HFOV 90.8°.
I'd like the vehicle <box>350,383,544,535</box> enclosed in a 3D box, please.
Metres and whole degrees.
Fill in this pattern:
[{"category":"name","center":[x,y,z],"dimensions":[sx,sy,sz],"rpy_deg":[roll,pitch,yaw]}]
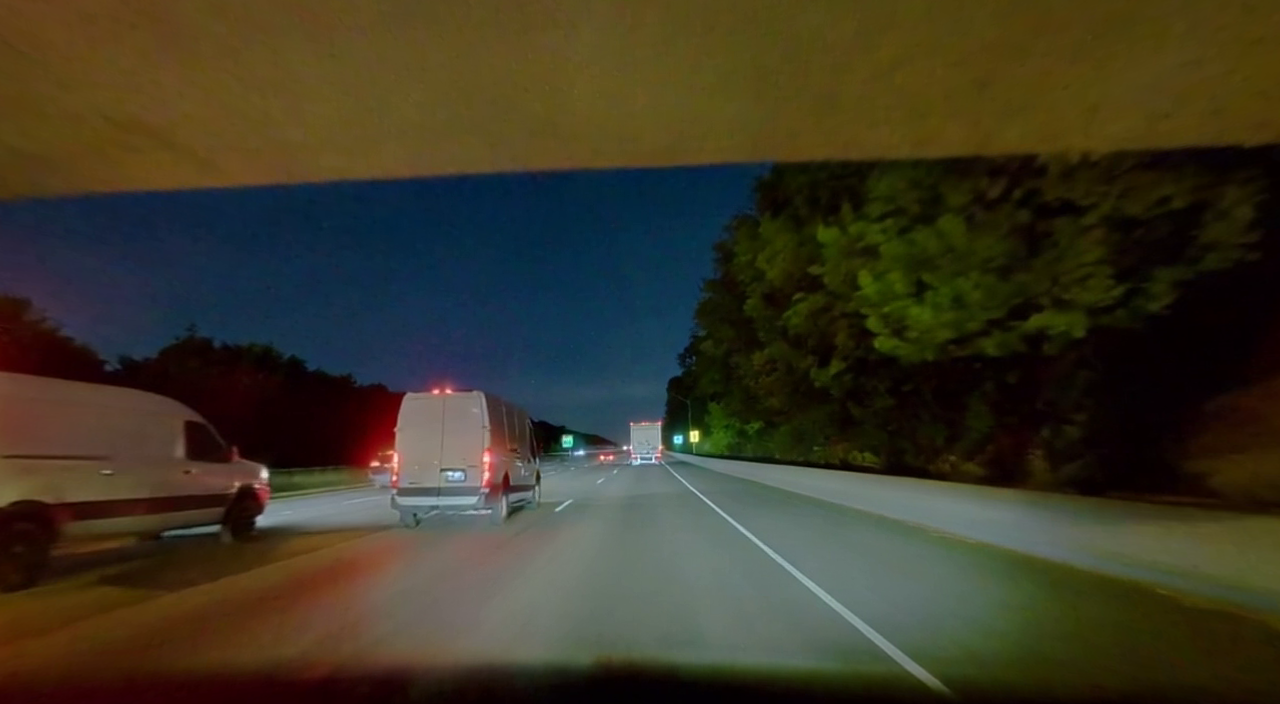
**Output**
[{"category":"vehicle","center":[-3.892,2.364,14.310],"dimensions":[2.504,2.694,5.934],"rpy_deg":[0,-9,0]}]

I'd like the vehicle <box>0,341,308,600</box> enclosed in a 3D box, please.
[{"category":"vehicle","center":[-7.692,1.568,8.737],"dimensions":[2.594,2.571,6.424],"rpy_deg":[0,-9,0]}]
